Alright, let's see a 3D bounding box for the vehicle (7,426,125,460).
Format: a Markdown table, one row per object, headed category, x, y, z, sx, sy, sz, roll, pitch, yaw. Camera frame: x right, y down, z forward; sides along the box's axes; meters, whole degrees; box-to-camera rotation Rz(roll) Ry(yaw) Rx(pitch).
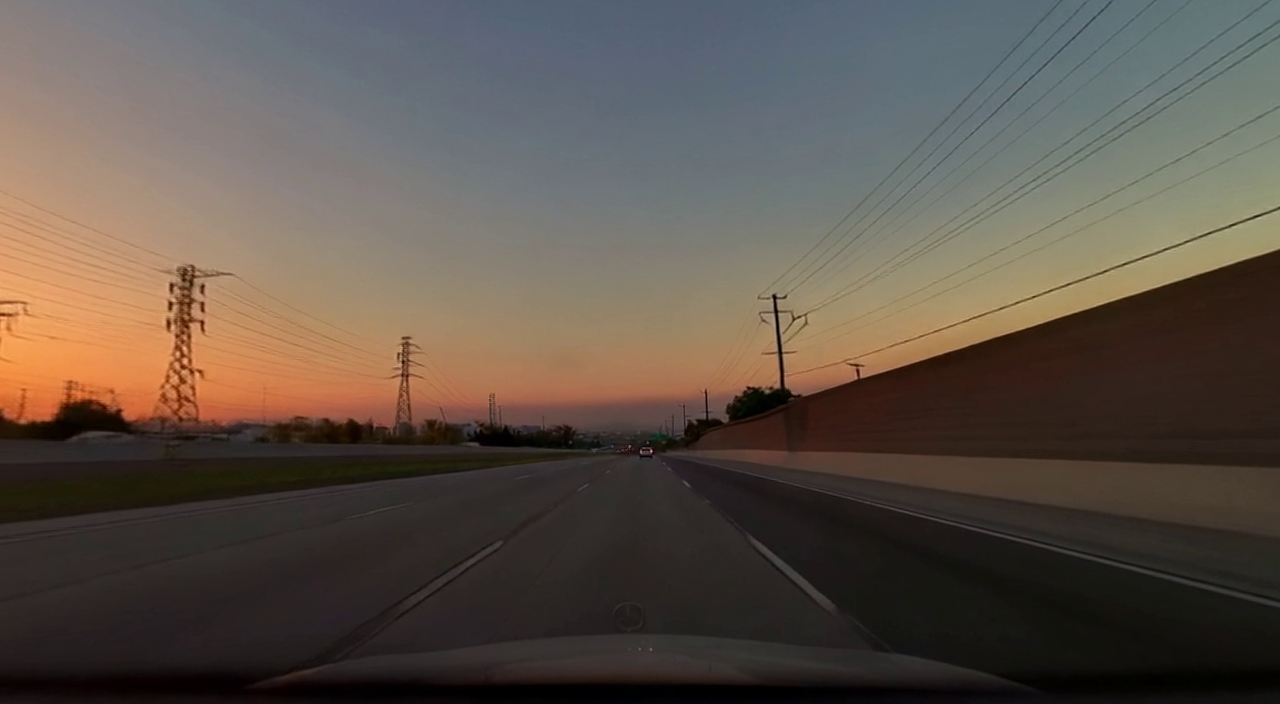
| category | x | y | z | sx | sy | sz | roll | pitch | yaw |
| --- | --- | --- | --- | --- | --- | --- | --- | --- | --- |
| vehicle | -34.174 | 5.533 | 37.822 | 2.040 | 1.871 | 5.216 | -1 | -10 | 1 |
